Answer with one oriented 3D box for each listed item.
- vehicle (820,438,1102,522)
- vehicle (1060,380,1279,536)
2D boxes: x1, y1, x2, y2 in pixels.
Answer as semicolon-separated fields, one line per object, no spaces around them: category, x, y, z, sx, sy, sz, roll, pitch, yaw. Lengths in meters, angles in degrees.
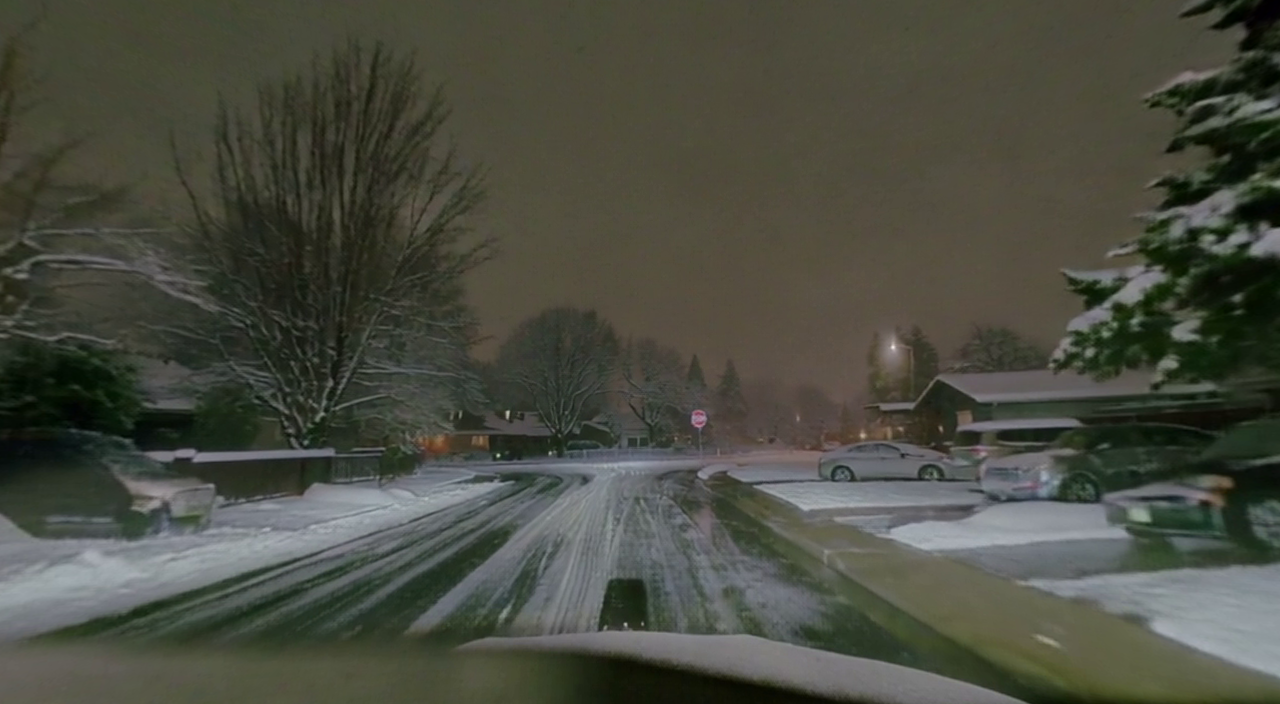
vehicle;5.767;2.335;11.760;4.229;1.402;1.811;0;-8;1
vehicle;9.431;1.469;9.029;5.239;1.933;2.131;0;-8;-1
